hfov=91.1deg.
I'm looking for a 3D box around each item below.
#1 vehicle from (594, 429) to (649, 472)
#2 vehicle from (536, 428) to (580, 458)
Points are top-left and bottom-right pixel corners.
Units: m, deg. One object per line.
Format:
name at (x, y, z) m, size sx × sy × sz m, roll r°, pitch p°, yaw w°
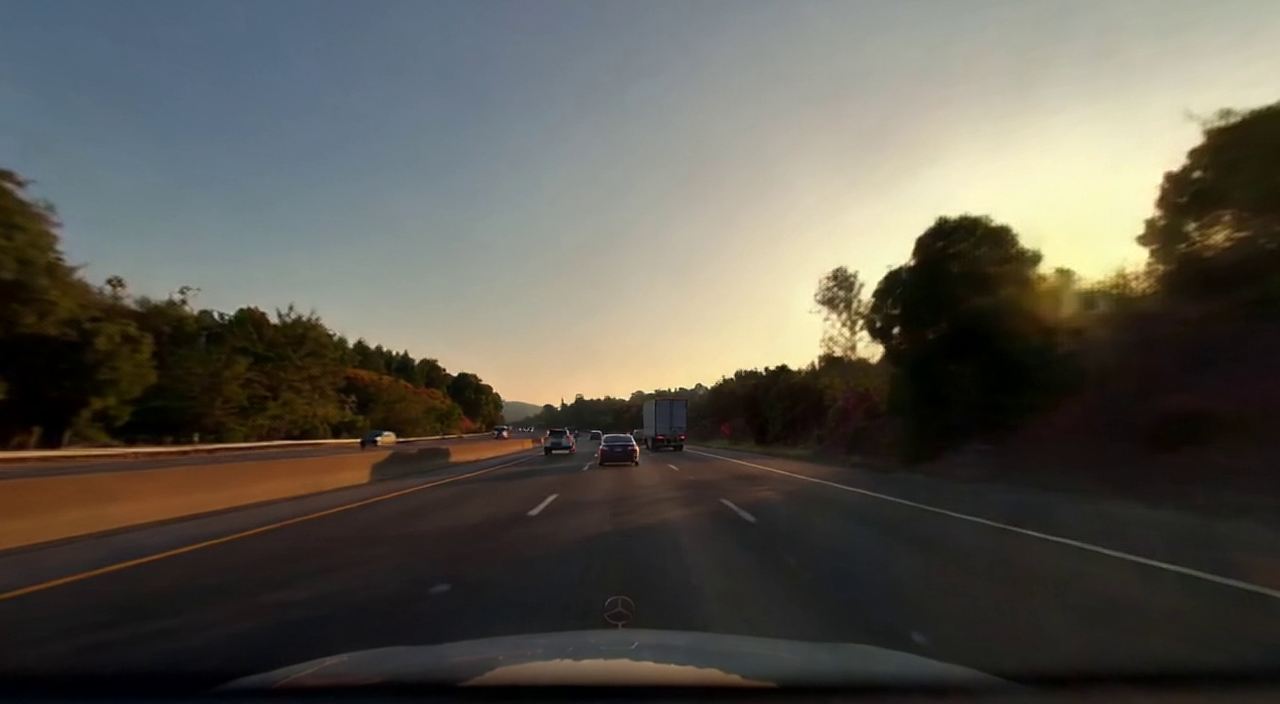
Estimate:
vehicle at (-0.733, 3.904, 25.174) m, size 2.048 × 1.563 × 4.087 m, roll 0°, pitch -8°, yaw -1°
vehicle at (-5.066, 5.731, 39.600) m, size 2.234 × 1.773 × 5.134 m, roll 0°, pitch -8°, yaw -1°
